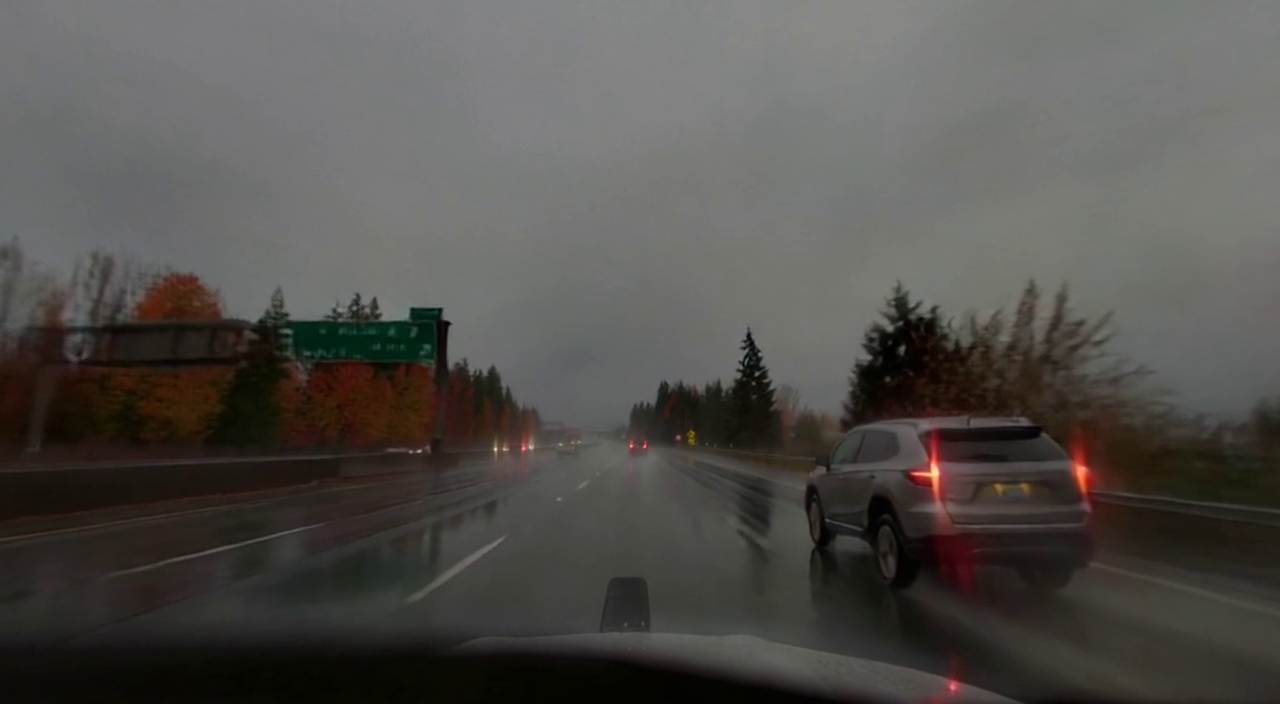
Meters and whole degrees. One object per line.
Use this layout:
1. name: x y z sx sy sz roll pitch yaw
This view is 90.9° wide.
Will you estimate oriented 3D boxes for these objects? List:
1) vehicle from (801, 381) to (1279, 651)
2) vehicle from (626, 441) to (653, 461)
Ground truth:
1. vehicle: 3.225 1.348 6.193 2.120 1.706 4.226 0 -8 0
2. vehicle: -0.033 7.668 49.100 1.985 1.450 4.266 0 -8 0
